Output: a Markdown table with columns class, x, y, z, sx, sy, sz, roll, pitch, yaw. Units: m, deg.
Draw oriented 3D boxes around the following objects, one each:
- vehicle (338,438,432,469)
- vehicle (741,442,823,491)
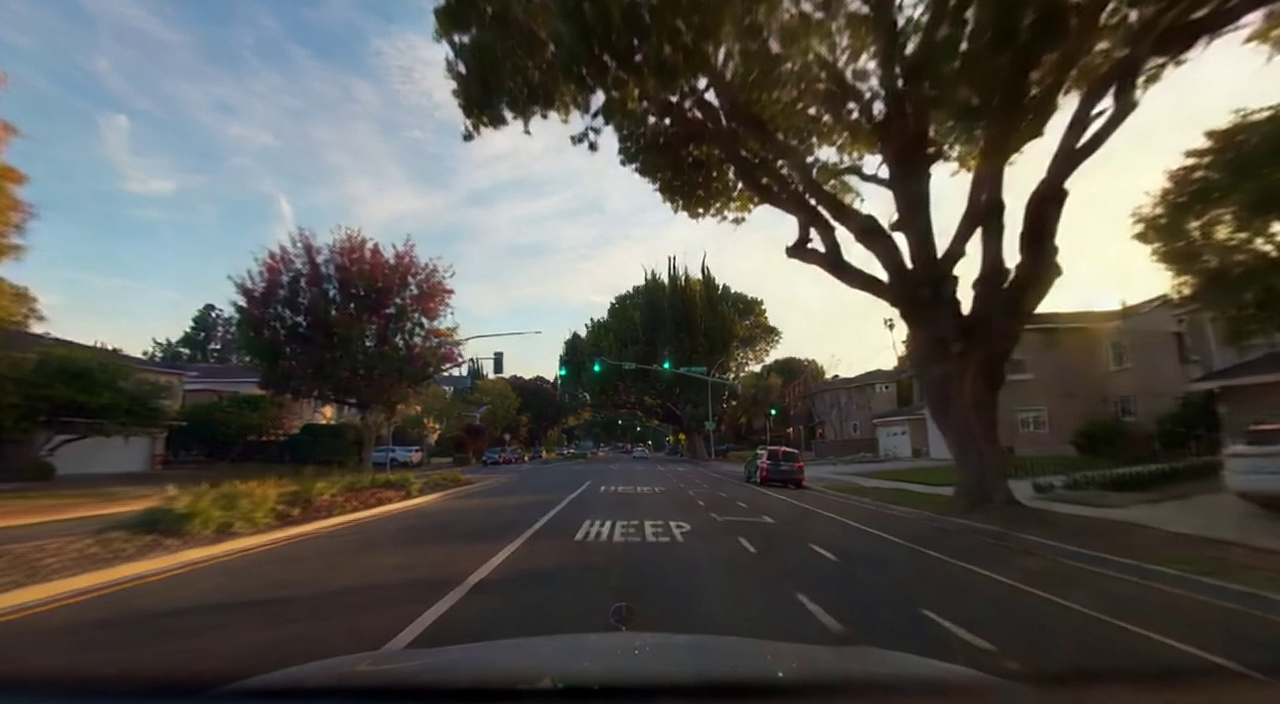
| class | x | y | z | sx | sy | sz | roll | pitch | yaw |
| --- | --- | --- | --- | --- | --- | --- | --- | --- | --- |
| vehicle | -17.926 | 7.207 | 44.422 | 5.656 | 1.999 | 2.307 | -2 | -10 | 3 |
| vehicle | 5.161 | 4.209 | 23.500 | 1.979 | 1.637 | 4.321 | 0 | -9 | -1 |
